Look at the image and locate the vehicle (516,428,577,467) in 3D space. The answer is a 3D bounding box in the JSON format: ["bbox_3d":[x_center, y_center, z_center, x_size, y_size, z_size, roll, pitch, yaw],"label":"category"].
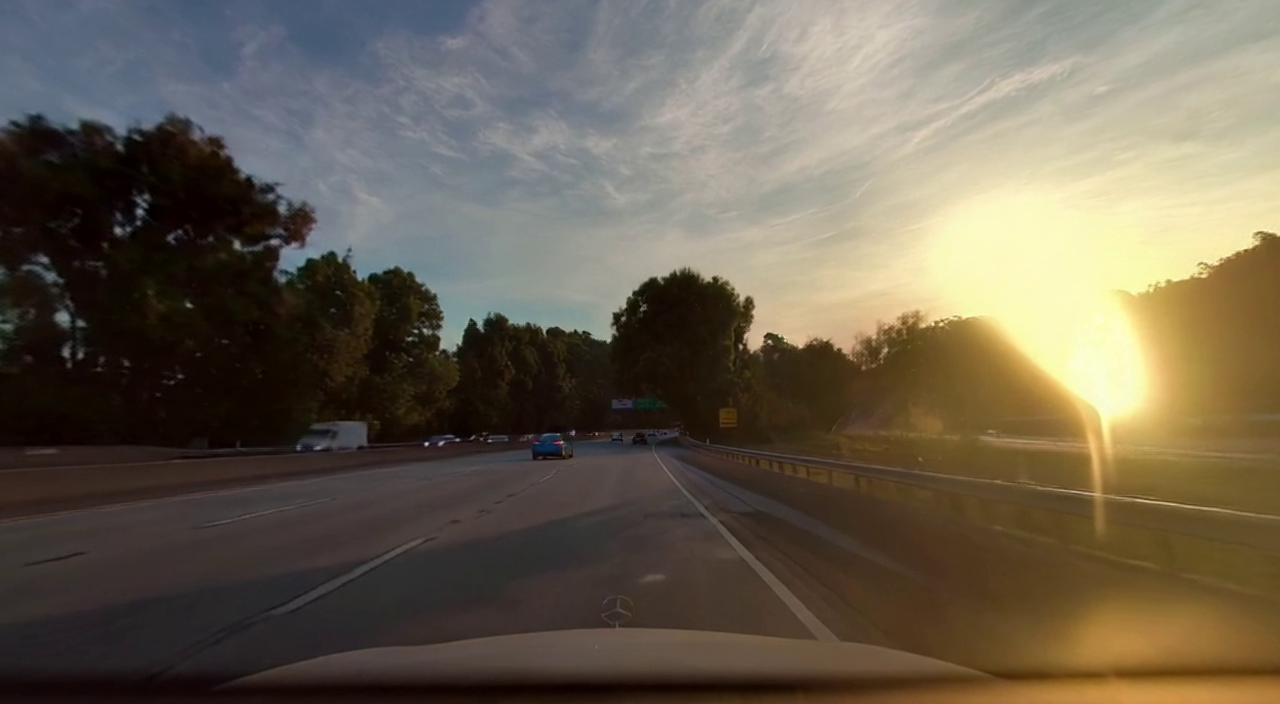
[{"bbox_3d":[-4.231,4.377,29.137,2.052,1.626,4.514,0,-8,1],"label":"vehicle"}]

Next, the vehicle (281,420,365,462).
[{"bbox_3d":[-20.177,5.686,40.511,2.278,2.502,5.936,0,-8,0],"label":"vehicle"}]
